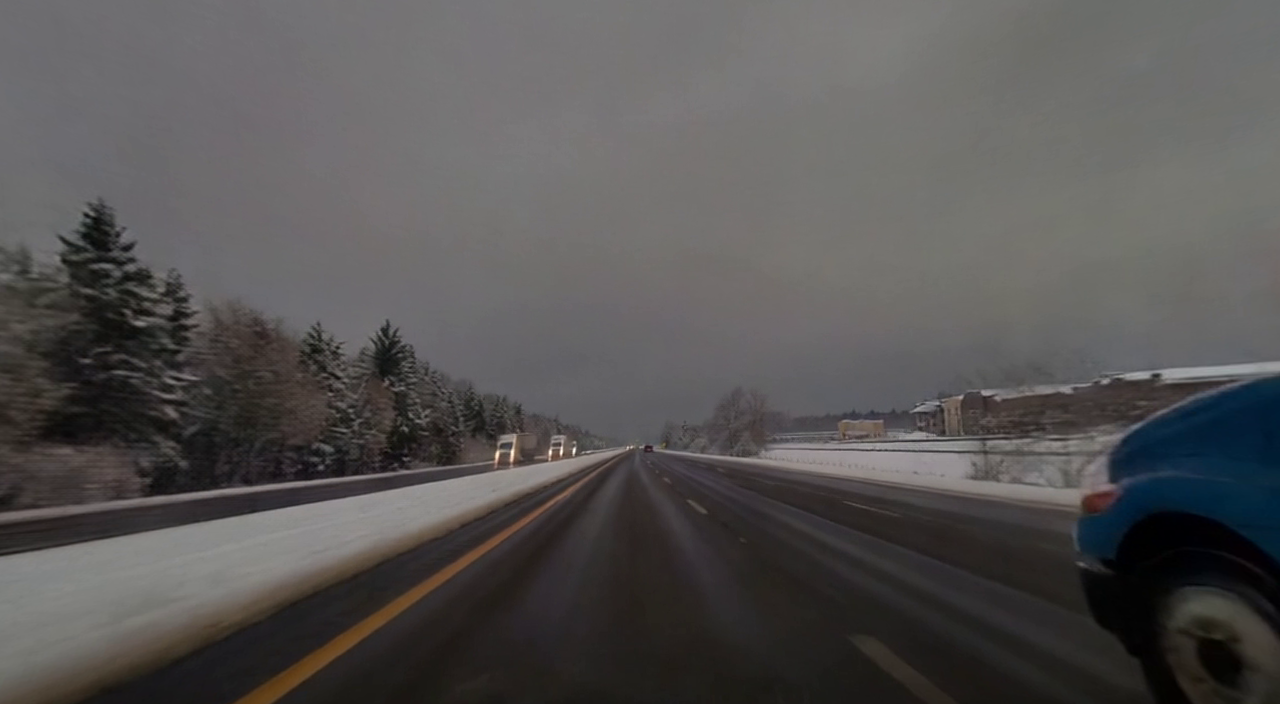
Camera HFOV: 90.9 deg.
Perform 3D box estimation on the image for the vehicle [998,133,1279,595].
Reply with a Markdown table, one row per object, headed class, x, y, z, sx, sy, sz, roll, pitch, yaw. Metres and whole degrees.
| class | x | y | z | sx | sy | sz | roll | pitch | yaw |
| --- | --- | --- | --- | --- | --- | --- | --- | --- | --- |
| vehicle | 7.048 | 0.261 | 6.500 | 3.026 | 3.953 | 5.811 | 0 | -9 | -1 |
